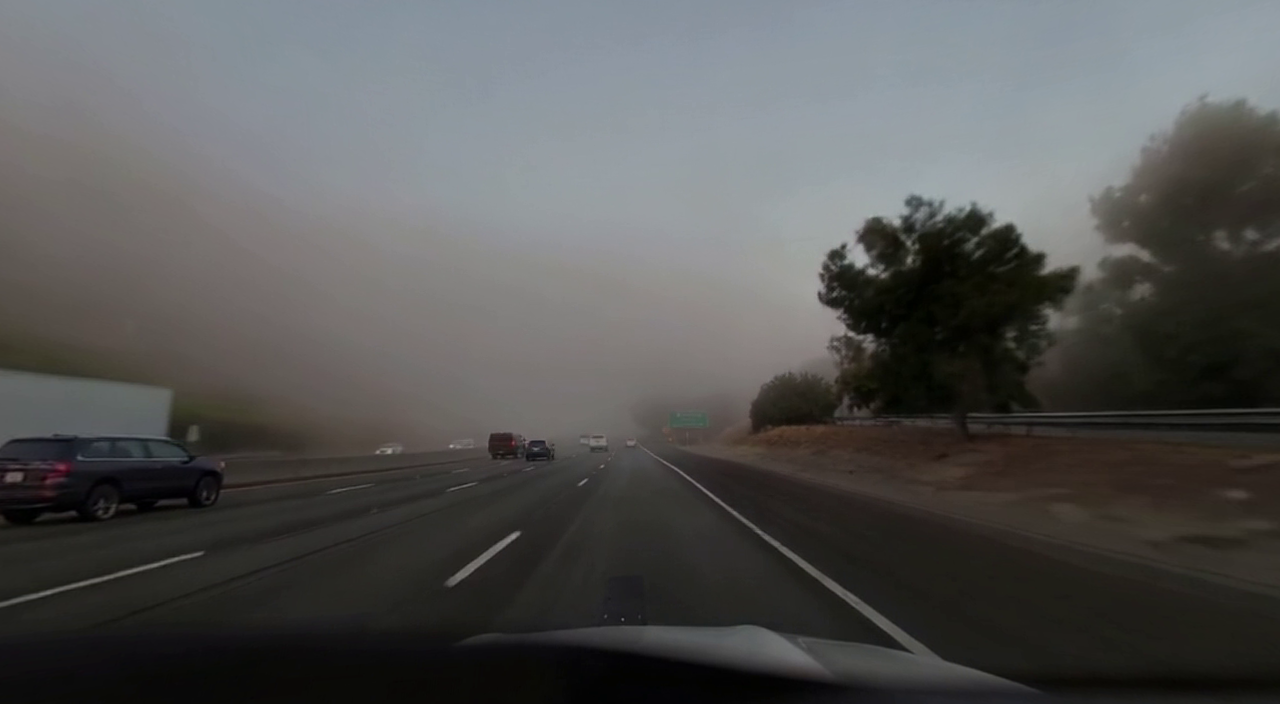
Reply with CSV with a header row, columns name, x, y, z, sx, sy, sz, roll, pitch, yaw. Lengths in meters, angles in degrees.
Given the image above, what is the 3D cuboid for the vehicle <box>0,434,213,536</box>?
name,x,y,z,sx,sy,sz,roll,pitch,yaw
vehicle,-11.052,2.476,12.397,2.001,1.625,4.528,0,-8,0

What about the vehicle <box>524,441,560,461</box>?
name,x,y,z,sx,sy,sz,roll,pitch,yaw
vehicle,-7.643,7.723,49.160,2.113,1.507,4.450,0,-8,0
